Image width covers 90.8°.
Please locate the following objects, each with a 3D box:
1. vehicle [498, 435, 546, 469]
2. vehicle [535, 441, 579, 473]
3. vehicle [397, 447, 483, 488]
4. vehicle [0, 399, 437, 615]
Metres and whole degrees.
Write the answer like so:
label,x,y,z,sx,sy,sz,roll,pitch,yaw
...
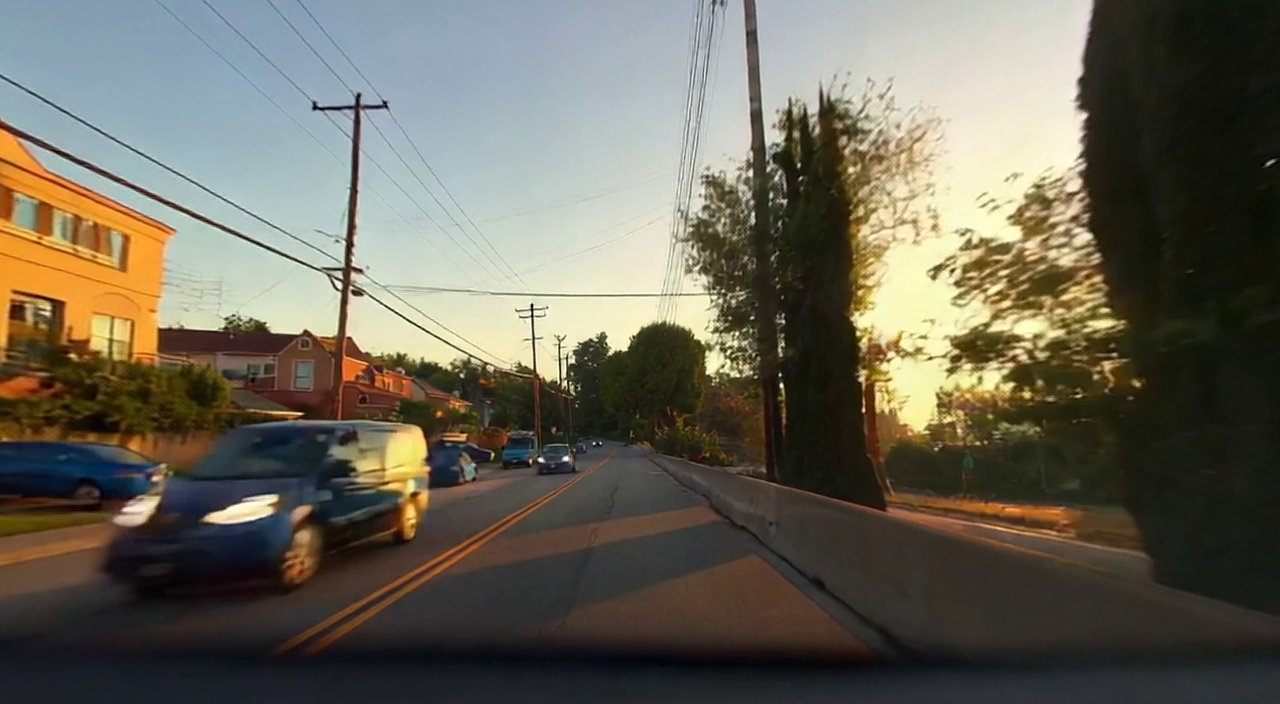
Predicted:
label,x,y,z,sx,sy,sz,roll,pitch,yaw
vehicle,-7.990,6.807,43.256,2.335,2.136,5.328,0,-8,-1
vehicle,-4.186,5.374,32.444,1.796,1.516,3.871,0,-8,0
vehicle,-7.969,4.618,25.650,2.003,1.460,4.360,0,-8,0
vehicle,-4.148,1.565,7.310,2.153,1.715,4.333,0,-8,0
